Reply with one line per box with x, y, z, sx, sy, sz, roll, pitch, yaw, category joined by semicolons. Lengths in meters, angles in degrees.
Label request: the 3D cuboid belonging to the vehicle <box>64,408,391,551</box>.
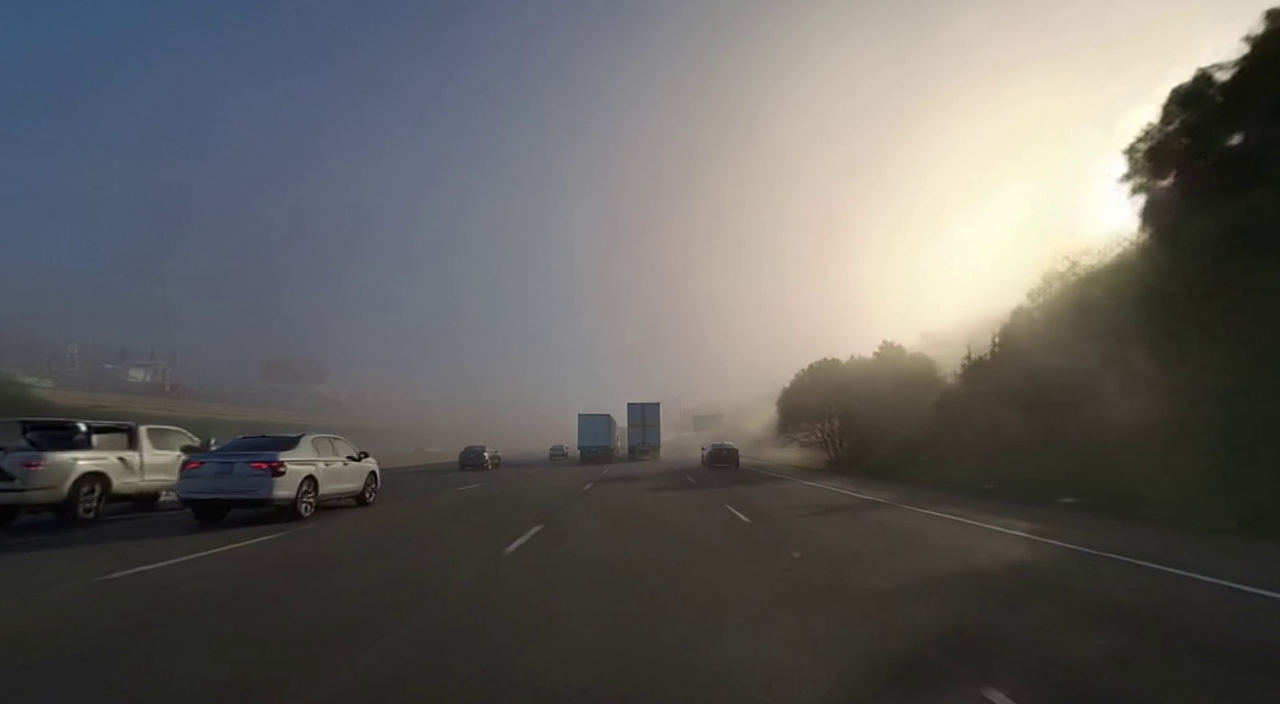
-6.009;1.910;10.087;2.122;1.754;4.379;0;-9;2;vehicle

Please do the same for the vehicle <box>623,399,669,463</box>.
0.384;5.910;46.375;2.969;4.104;10.906;0;-9;0;vehicle

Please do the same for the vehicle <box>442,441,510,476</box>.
-7.450;4.872;29.135;1.891;1.460;4.506;0;-9;1;vehicle

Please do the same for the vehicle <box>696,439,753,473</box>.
3.926;4.907;29.992;2.006;1.452;4.246;0;-9;-1;vehicle
